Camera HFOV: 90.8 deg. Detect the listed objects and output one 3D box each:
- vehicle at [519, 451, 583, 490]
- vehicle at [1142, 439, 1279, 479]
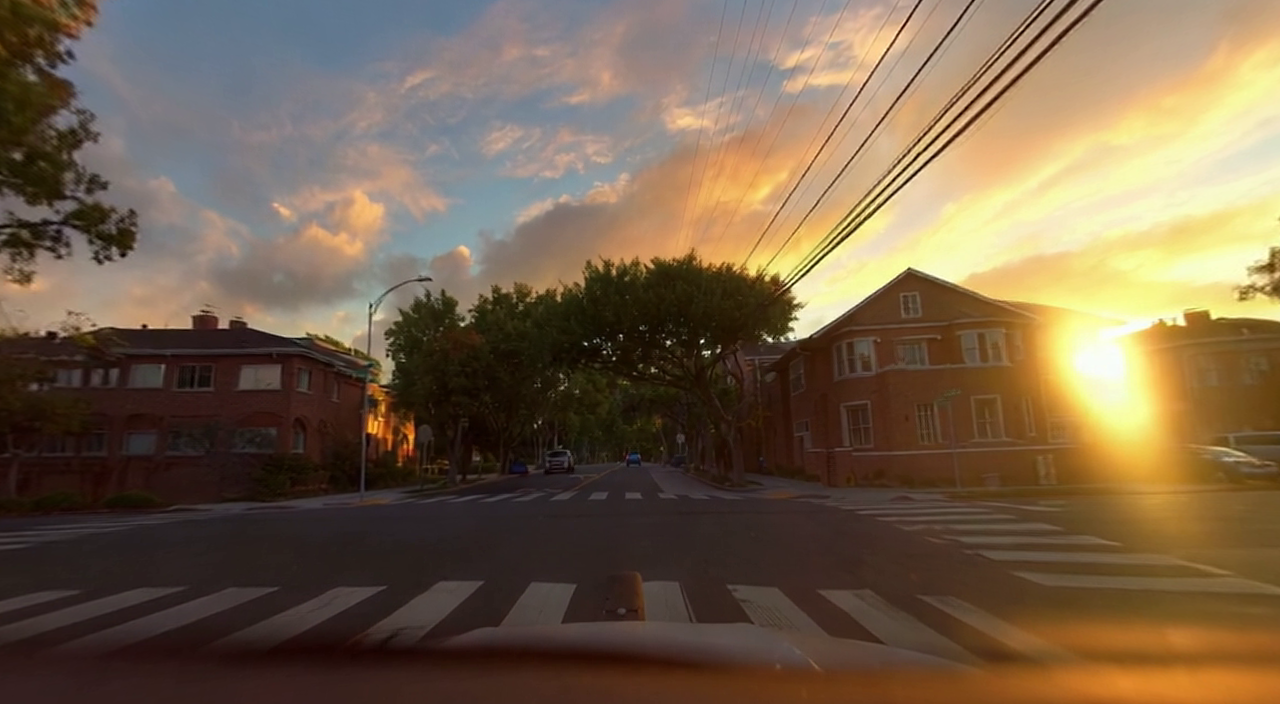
[{"bbox_3d":[-3.688,5.004,27.005,2.102,1.463,4.024,0,-8,1],"label":"vehicle"},{"bbox_3d":[23.357,4.316,25.770,1.841,1.448,4.688,0,-8,-1],"label":"vehicle"}]
